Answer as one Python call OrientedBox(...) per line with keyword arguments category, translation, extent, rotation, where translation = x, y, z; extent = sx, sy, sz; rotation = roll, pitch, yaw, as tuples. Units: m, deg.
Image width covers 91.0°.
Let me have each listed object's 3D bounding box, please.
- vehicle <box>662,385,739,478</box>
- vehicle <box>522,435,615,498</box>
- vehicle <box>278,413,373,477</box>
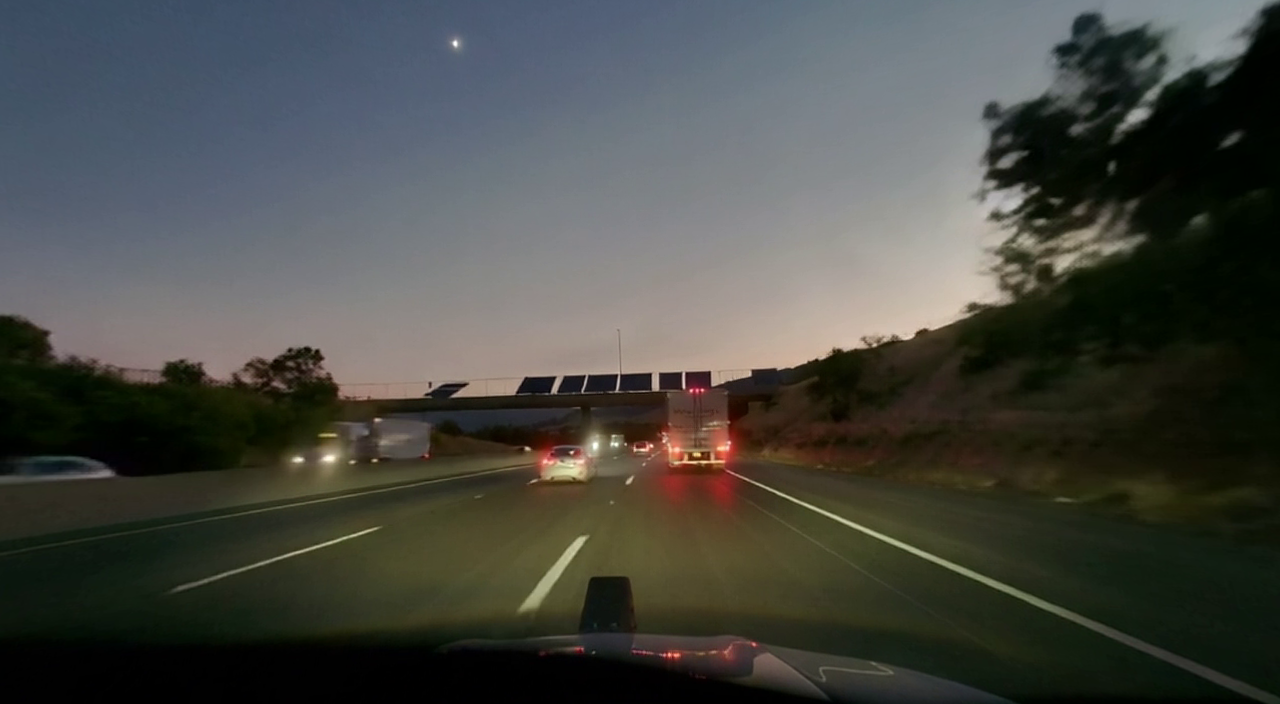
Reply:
OrientedBox(category="vehicle", translation=(2.552, 3.844, 29.866), extent=(2.967, 3.633, 10.015), rotation=(-1, -8, 2))
OrientedBox(category="vehicle", translation=(-1.923, 3.260, 18.390), extent=(2.066, 1.581, 4.268), rotation=(-1, -8, 2))
OrientedBox(category="vehicle", translation=(-20.971, 6.247, 42.402), extent=(2.969, 3.972, 5.940), rotation=(-1, -8, 3))
